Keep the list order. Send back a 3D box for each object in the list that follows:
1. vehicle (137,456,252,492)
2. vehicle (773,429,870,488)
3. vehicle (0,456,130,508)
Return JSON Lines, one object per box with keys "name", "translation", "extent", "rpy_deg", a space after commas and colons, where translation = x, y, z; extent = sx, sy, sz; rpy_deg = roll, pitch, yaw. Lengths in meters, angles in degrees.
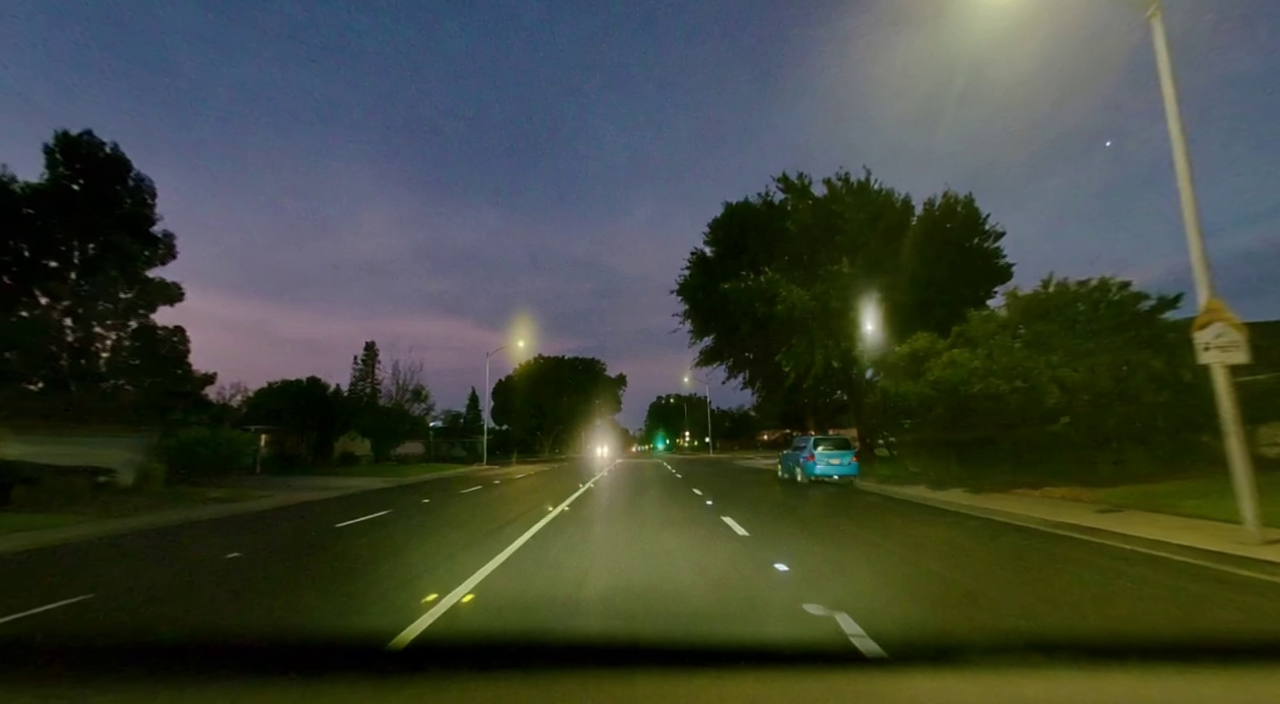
{"name": "vehicle", "translation": [-21.600, 5.922, 30.754], "extent": [4.222, 1.596, 1.968], "rpy_deg": [-2, -8, 6]}
{"name": "vehicle", "translation": [6.462, 3.865, 23.131], "extent": [2.116, 1.844, 4.792], "rpy_deg": [2, -9, -1]}
{"name": "vehicle", "translation": [-18.238, 3.869, 18.972], "extent": [4.209, 1.420, 1.865], "rpy_deg": [0, -9, 2]}
